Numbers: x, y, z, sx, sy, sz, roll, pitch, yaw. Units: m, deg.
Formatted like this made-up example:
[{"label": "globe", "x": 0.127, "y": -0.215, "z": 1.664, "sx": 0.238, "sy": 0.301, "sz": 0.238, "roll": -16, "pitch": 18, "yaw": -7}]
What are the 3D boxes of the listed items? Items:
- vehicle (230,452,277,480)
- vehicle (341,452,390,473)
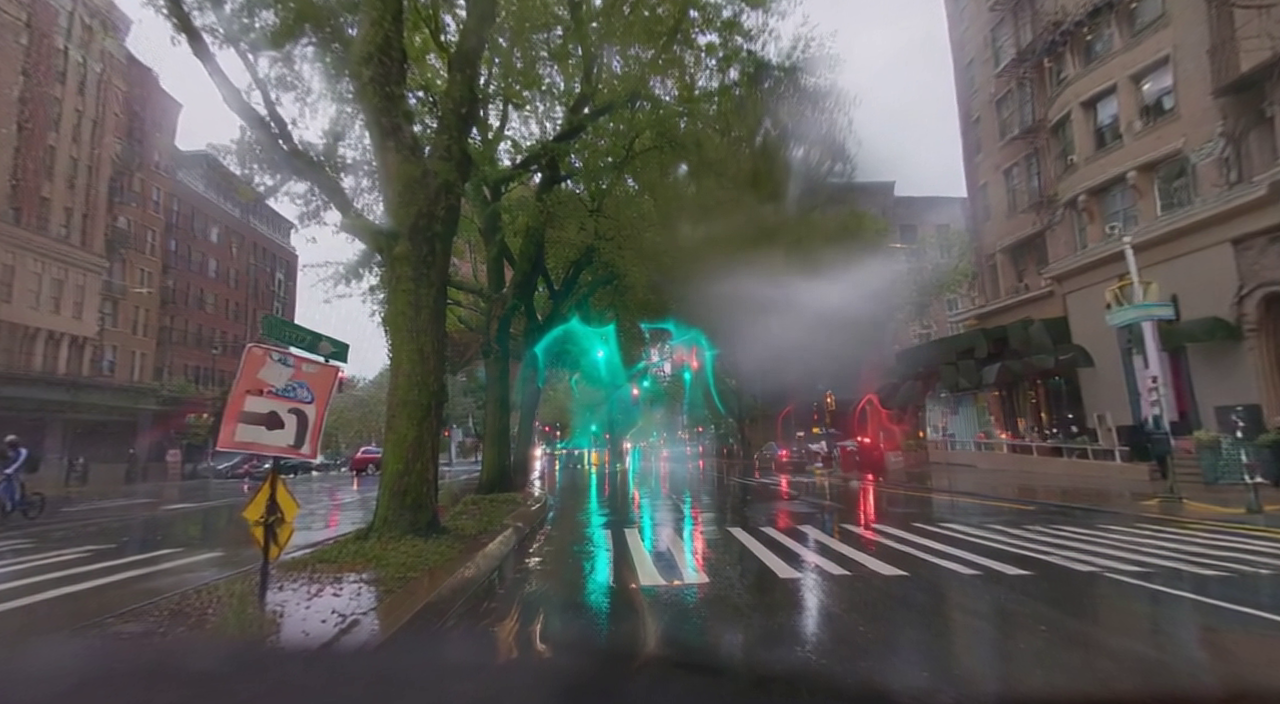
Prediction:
[{"label": "vehicle", "x": -28.206, "y": 8.225, "z": 46.050, "sx": 2.199, "sy": 1.838, "sz": 4.222, "roll": 6, "pitch": -10, "yaw": -40}, {"label": "vehicle", "x": -21.577, "y": 8.638, "z": 49.555, "sx": 2.123, "sy": 1.544, "sz": 4.158, "roll": 8, "pitch": -11, "yaw": -43}]
